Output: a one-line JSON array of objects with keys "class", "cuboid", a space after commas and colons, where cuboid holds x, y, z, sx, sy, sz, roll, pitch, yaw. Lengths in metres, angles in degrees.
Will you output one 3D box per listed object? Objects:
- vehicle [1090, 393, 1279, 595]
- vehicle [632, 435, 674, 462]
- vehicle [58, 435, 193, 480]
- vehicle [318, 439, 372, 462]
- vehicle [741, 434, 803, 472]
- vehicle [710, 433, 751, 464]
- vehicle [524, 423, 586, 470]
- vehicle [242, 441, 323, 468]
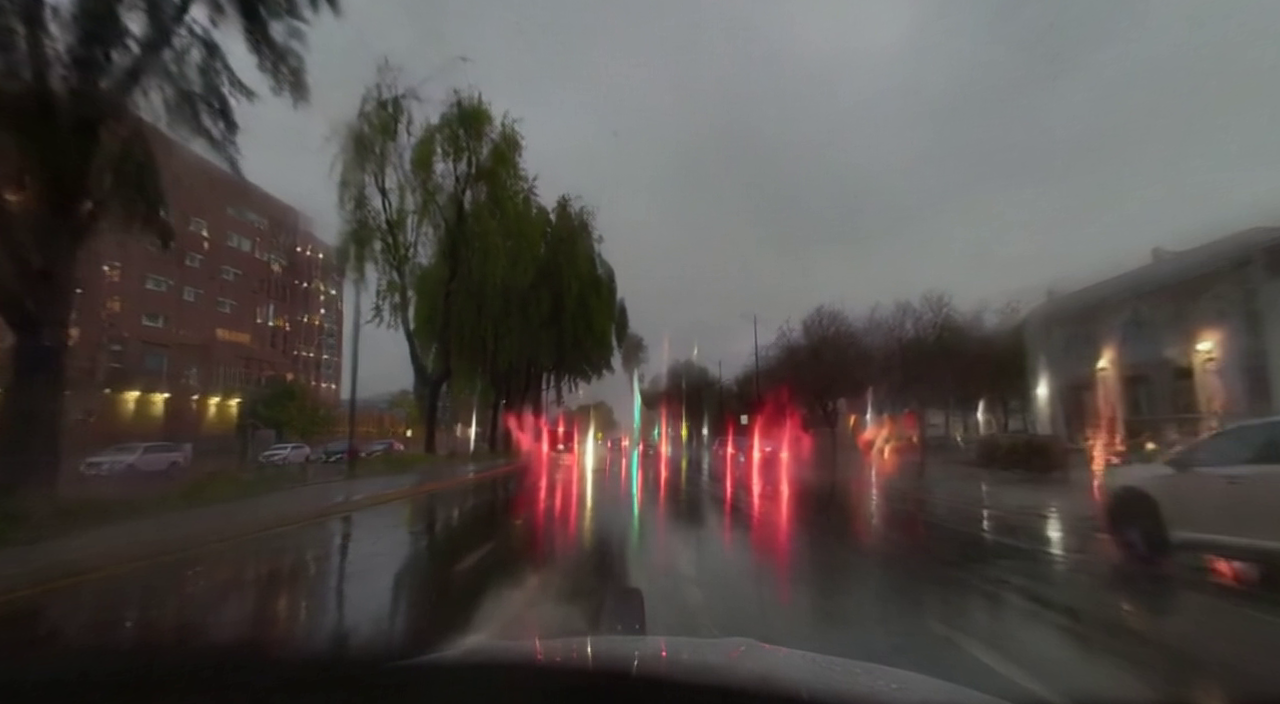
[{"class": "vehicle", "cuboid": [7.012, 1.336, 5.989, 2.216, 1.847, 4.321, 0, -8, -1]}, {"class": "vehicle", "cuboid": [0.728, 5.940, 38.895, 2.201, 1.589, 3.843, 1, -8, -4]}, {"class": "vehicle", "cuboid": [-22.203, 4.564, 27.559, 1.996, 1.767, 4.613, 0, -8, -1]}, {"class": "vehicle", "cuboid": [-22.665, 7.577, 48.697, 1.910, 1.632, 4.624, 0, -8, 0]}, {"class": "vehicle", "cuboid": [6.386, 4.937, 31.061, 2.164, 1.727, 3.955, 0, -8, -1]}, {"class": "vehicle", "cuboid": [6.030, 6.457, 42.450, 1.997, 1.943, 4.409, 0, -8, -1]}, {"class": "vehicle", "cuboid": [-3.796, 4.343, 29.154, 2.223, 1.957, 4.845, 0, -8, 0]}, {"class": "vehicle", "cuboid": [-22.367, 6.401, 39.827, 2.111, 1.554, 5.163, 0, -8, -1]}]
